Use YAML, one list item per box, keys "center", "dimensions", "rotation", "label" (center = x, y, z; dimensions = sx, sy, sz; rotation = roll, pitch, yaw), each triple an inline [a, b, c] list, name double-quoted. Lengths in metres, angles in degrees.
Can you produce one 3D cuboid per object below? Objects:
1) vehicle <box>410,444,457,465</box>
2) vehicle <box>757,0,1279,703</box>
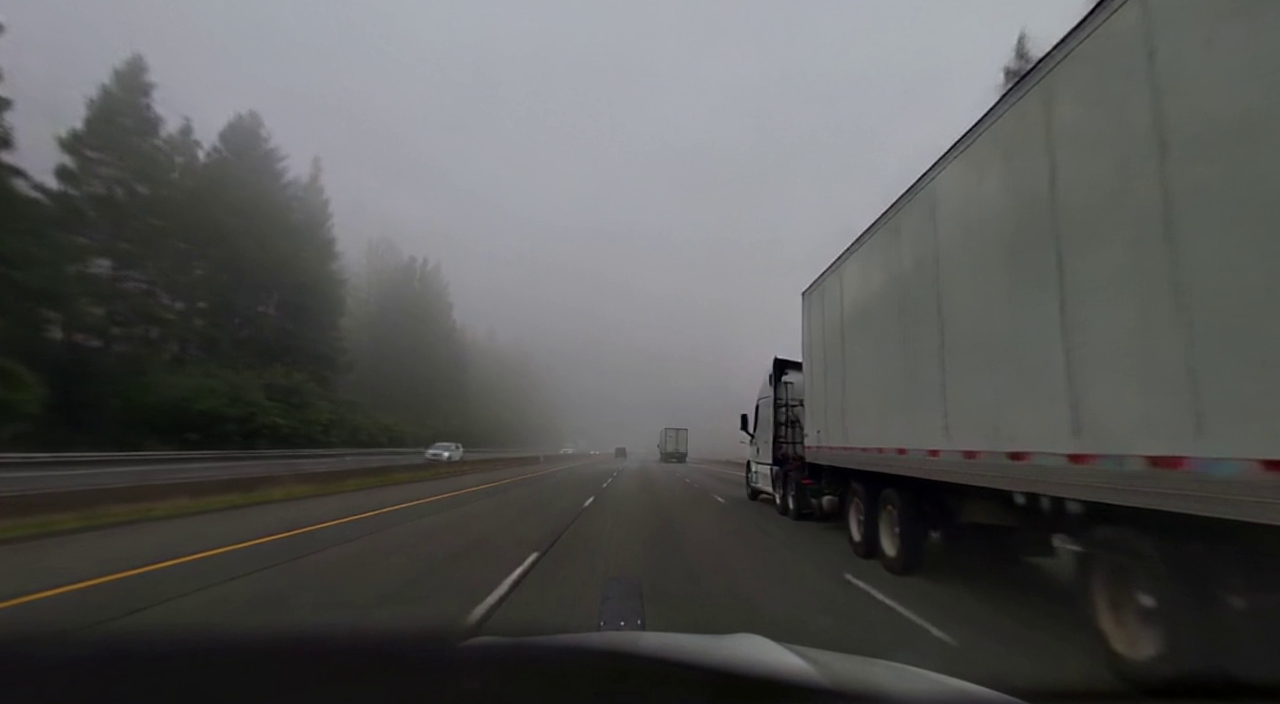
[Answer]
- center: [-15.059, 7.503, 46.175]
  dimensions: [1.855, 1.494, 4.724]
  rotation: [0, -9, 0]
  label: "vehicle"
- center: [4.153, 0.526, 7.684]
  dimensions: [2.950, 4.033, 13.276]
  rotation: [0, -9, 0]
  label: "vehicle"
